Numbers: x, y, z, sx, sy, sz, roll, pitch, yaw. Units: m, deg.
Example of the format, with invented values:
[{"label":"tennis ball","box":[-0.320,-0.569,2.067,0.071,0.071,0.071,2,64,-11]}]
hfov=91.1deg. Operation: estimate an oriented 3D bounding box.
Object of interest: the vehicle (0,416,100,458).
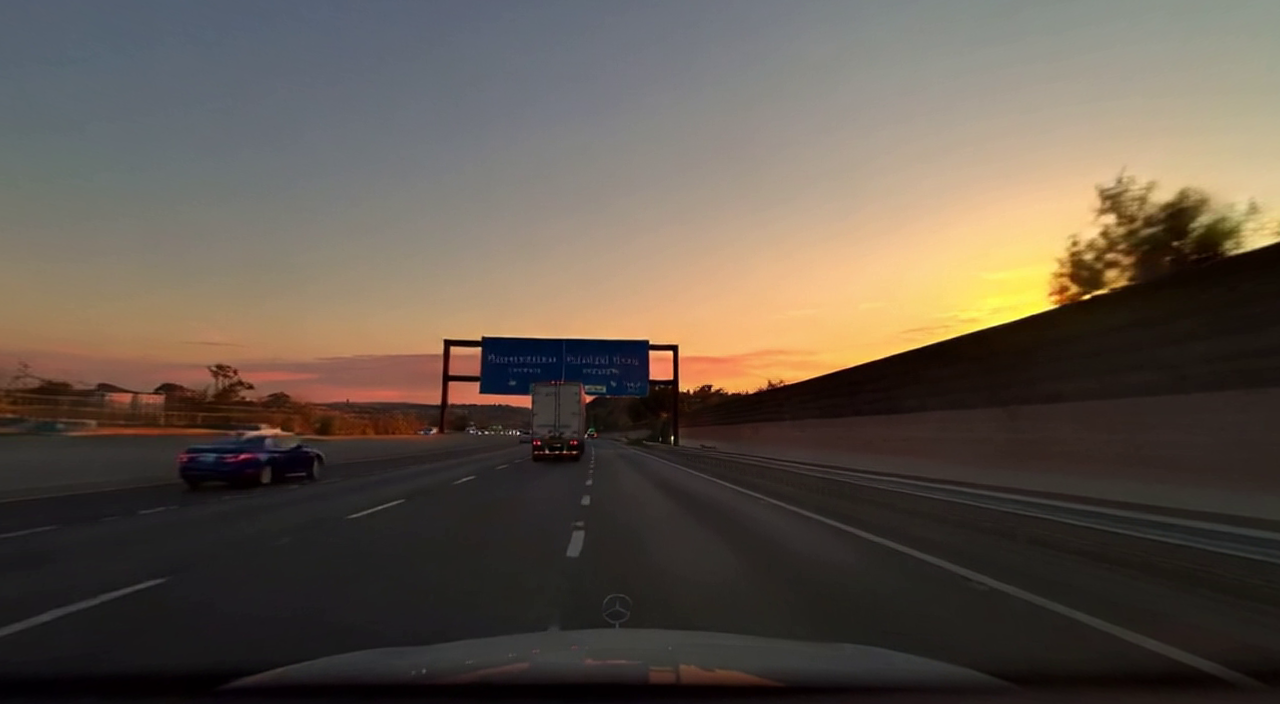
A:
[{"label":"vehicle","box":[-24.125,3.335,24.751,1.871,1.498,4.540,0,-8,-4]}]

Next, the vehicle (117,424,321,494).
[{"label":"vehicle","box":[-10.558,2.697,16.375,2.138,1.531,4.864,0,-8,-3]}]

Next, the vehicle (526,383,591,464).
[{"label":"vehicle","box":[-4.513,4.417,37.407,3.002,3.987,12.477,1,-8,-4]}]
